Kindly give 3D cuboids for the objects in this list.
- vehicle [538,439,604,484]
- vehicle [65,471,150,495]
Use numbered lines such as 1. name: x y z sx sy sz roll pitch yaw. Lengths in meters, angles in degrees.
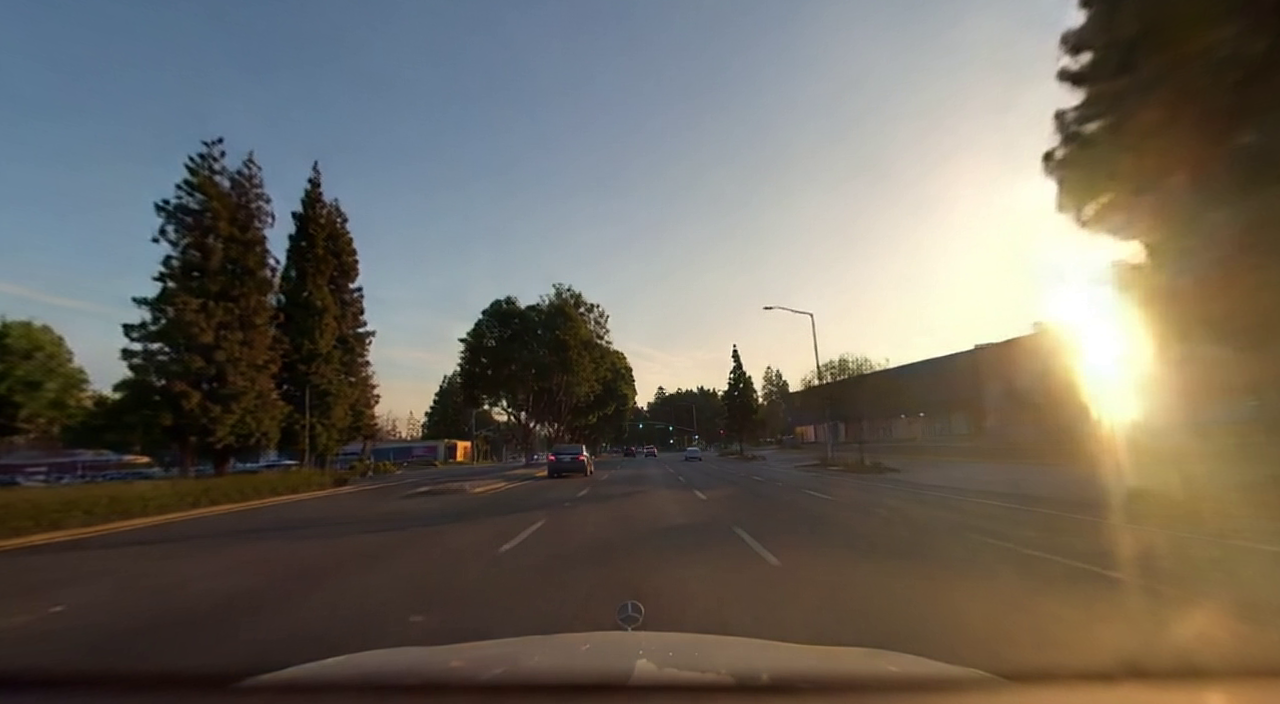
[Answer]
1. vehicle: -2.705 4.453 25.882 2.121 1.656 4.559 -1 -9 1
2. vehicle: -40.685 10.030 48.357 2.118 1.697 4.886 -2 -11 2
